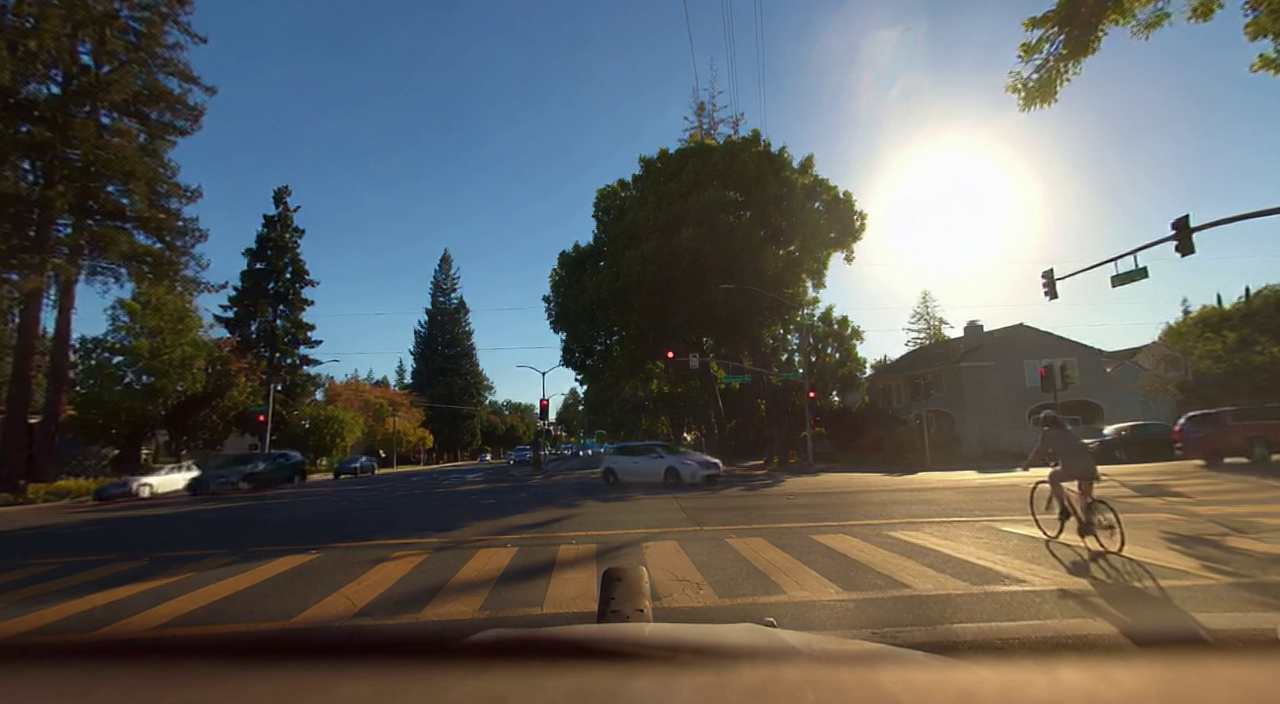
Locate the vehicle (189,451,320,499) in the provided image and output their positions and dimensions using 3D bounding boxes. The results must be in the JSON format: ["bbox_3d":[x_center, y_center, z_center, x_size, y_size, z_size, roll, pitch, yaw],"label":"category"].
[{"bbox_3d":[-13.667,4.334,22.716,1.973,1.511,4.299,0,-9,1],"label":"vehicle"}]

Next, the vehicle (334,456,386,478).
[{"bbox_3d":[-19.895,8.180,44.992,1.810,1.393,4.423,0,-9,-2],"label":"vehicle"}]

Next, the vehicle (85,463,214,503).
[{"bbox_3d":[-20.945,5.585,27.204,1.872,1.455,4.576,0,-9,0],"label":"vehicle"}]

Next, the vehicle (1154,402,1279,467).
[{"bbox_3d":[18.243,2.344,17.902,5.188,1.731,2.191,-1,-9,3],"label":"vehicle"}]

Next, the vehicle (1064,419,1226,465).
[{"bbox_3d":[17.347,3.108,21.806,3.969,1.493,1.823,0,-9,1],"label":"vehicle"}]

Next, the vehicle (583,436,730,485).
[{"bbox_3d":[0.485,3.691,21.723,4.749,1.496,2.017,-7,-11,36],"label":"vehicle"}]
